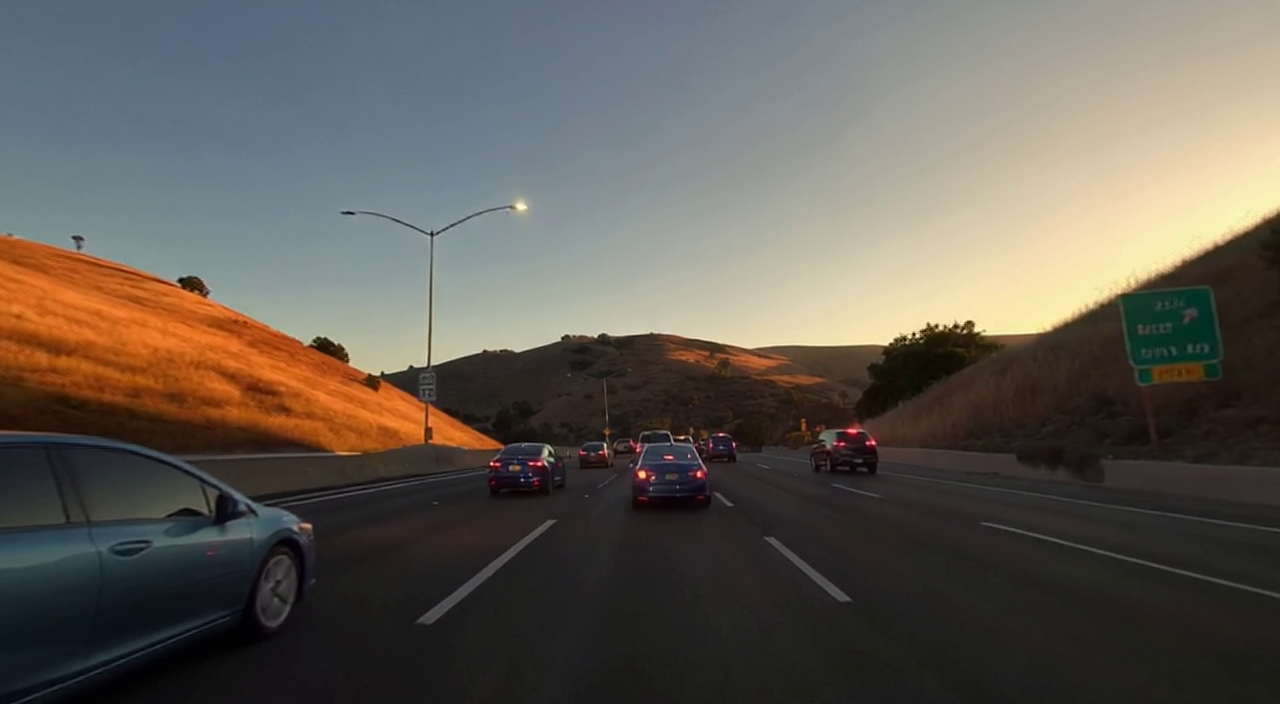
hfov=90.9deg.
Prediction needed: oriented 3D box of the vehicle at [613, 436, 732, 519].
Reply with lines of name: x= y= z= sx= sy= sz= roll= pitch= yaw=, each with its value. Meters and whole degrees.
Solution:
vehicle: x=0.642 y=2.492 z=13.071 sx=2.072 sy=1.431 sz=3.904 roll=-1 pitch=-8 yaw=2

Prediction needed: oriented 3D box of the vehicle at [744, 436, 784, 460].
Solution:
vehicle: x=8.868 y=6.869 z=45.394 sx=2.032 sy=1.580 sz=4.928 roll=-1 pitch=-8 yaw=2

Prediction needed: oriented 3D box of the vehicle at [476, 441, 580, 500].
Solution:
vehicle: x=-3.006 y=3.283 z=18.011 sx=2.017 sy=1.446 sz=4.384 roll=-1 pitch=-8 yaw=2

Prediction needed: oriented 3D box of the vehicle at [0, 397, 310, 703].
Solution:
vehicle: x=-3.428 y=0.933 z=2.314 sx=2.033 sy=1.513 sz=4.333 roll=-1 pitch=-8 yaw=1

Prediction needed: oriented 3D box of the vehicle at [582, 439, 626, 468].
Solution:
vehicle: x=-2.038 y=5.910 z=37.031 sx=2.034 sy=1.572 sz=4.444 roll=-1 pitch=-8 yaw=3

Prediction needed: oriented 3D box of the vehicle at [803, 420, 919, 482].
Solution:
vehicle: x=7.296 y=3.320 z=21.474 sx=2.210 sy=1.831 sz=4.843 roll=-1 pitch=-8 yaw=1
